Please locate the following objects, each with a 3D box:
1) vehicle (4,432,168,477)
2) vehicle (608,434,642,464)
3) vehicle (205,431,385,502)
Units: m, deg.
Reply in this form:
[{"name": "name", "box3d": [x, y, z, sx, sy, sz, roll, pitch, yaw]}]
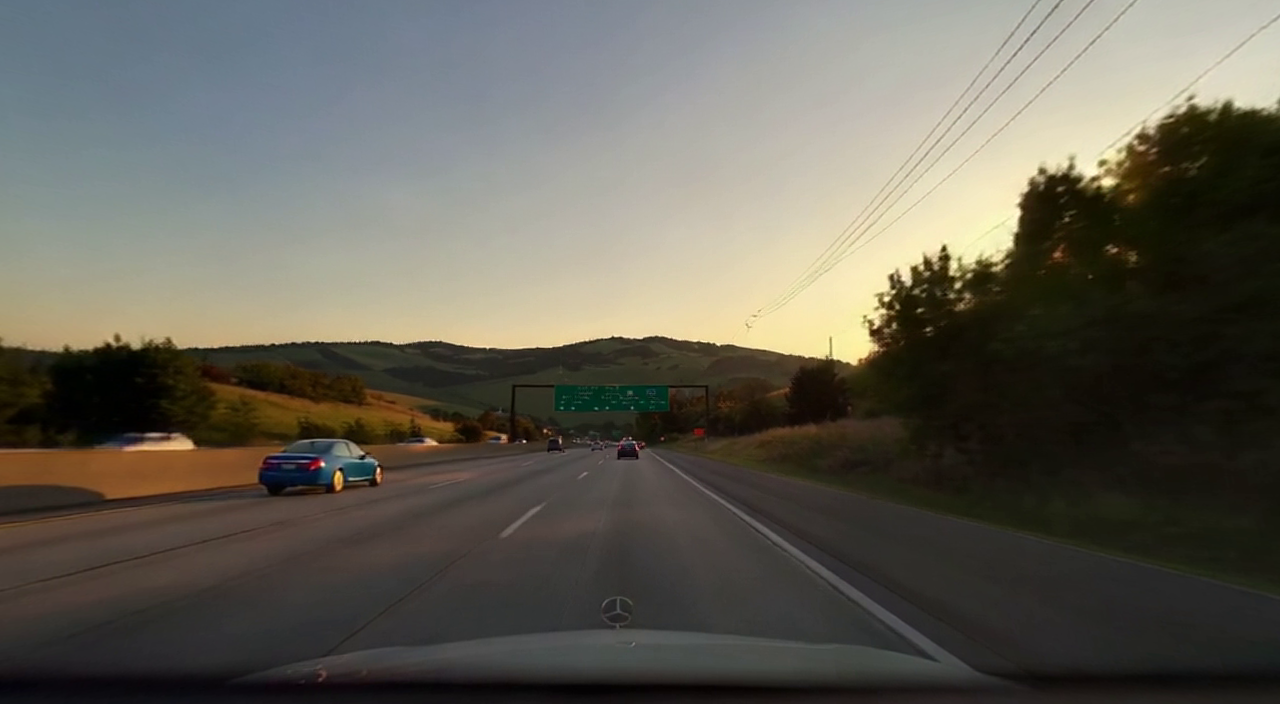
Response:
[{"name": "vehicle", "box3d": [-20.025, 3.715, 23.087, 1.892, 1.454, 4.599, 0, -8, -1]}, {"name": "vehicle", "box3d": [-0.925, 6.033, 39.264, 2.040, 1.715, 3.906, 0, -8, -1]}, {"name": "vehicle", "box3d": [-8.230, 2.750, 15.584, 2.047, 1.486, 4.306, 0, -8, 0]}]
